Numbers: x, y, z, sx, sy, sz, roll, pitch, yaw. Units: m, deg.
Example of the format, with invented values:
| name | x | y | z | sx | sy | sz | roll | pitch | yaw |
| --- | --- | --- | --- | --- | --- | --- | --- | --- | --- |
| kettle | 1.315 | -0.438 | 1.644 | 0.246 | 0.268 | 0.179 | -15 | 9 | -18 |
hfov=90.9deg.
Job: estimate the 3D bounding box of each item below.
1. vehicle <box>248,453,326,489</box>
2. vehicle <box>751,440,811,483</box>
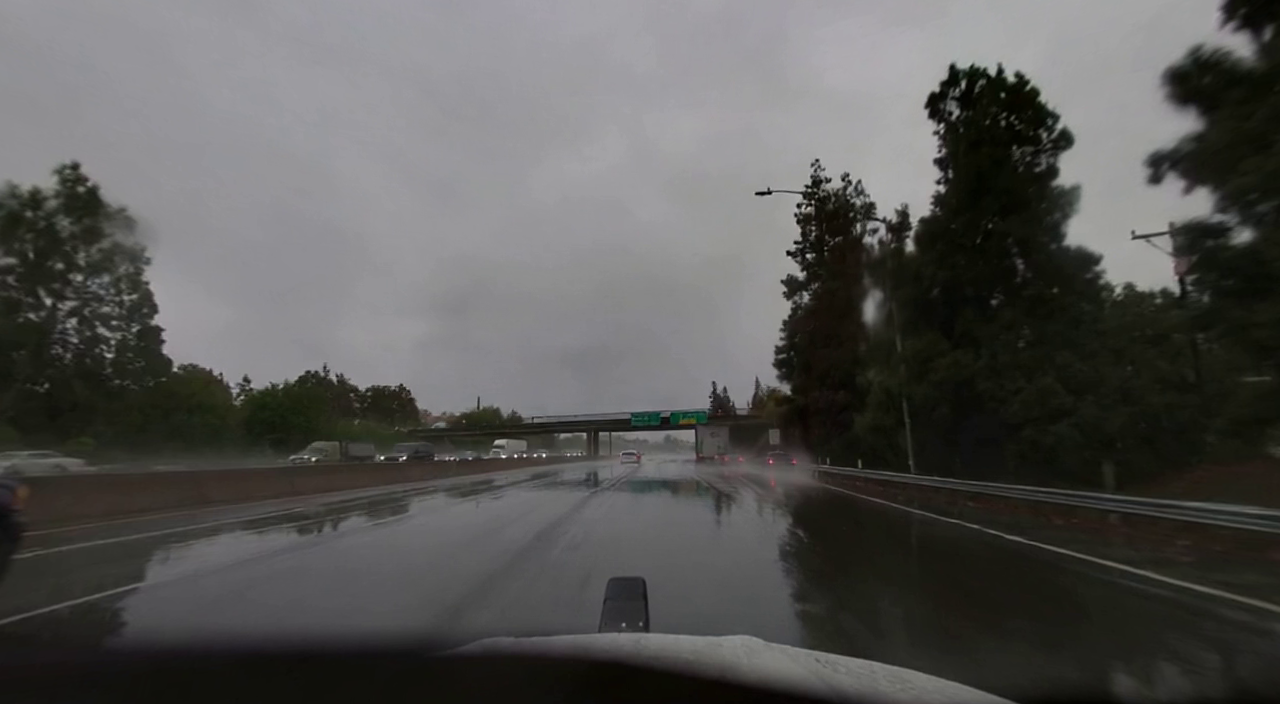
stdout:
| name | x | y | z | sx | sy | sz | roll | pitch | yaw |
| --- | --- | --- | --- | --- | --- | --- | --- | --- | --- |
| vehicle | -23.122 | 7.780 | 41.570 | 2.080 | 2.095 | 4.988 | 0 | -8 | 2 |
| vehicle | 6.848 | 5.342 | 31.124 | 2.146 | 1.929 | 4.388 | -1 | -8 | 4 |
